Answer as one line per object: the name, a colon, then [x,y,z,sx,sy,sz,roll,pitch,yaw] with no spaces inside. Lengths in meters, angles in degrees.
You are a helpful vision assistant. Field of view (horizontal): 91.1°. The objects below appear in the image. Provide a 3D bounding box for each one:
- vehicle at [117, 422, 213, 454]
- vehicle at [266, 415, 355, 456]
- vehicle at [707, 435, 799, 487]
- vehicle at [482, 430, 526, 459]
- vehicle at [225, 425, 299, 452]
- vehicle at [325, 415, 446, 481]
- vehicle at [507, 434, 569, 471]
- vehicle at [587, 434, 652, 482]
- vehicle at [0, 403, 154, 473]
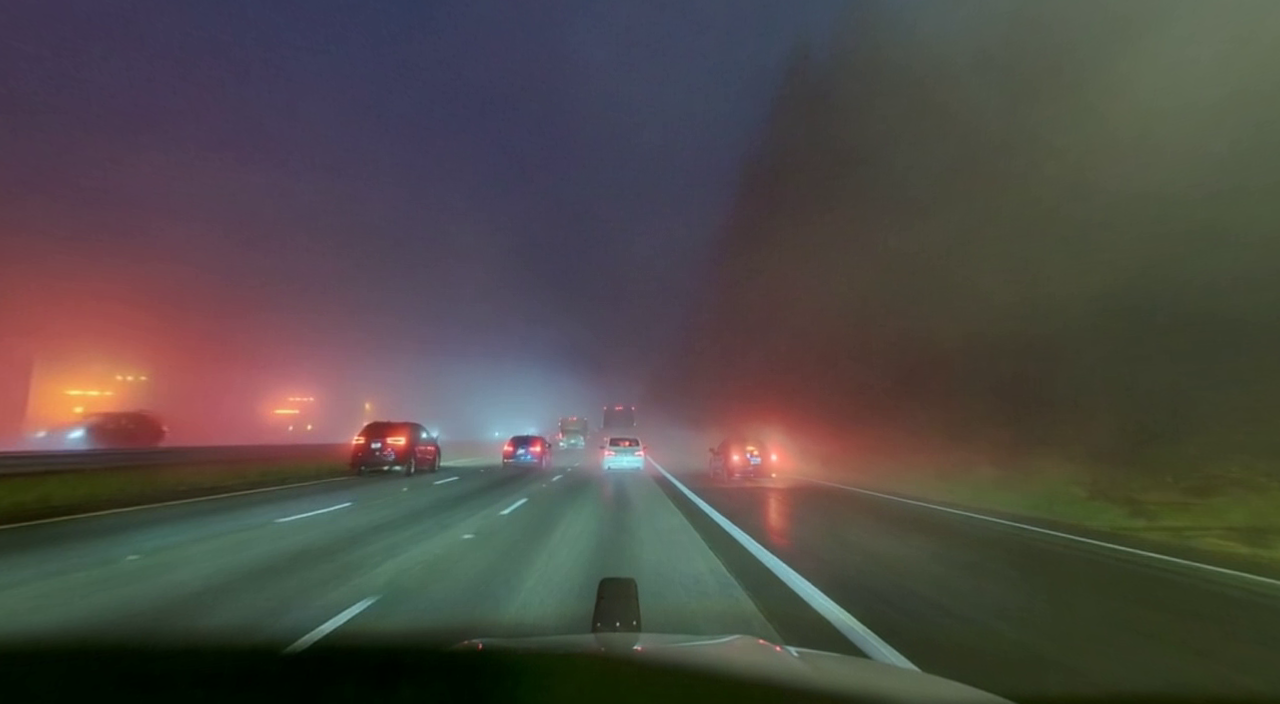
vehicle: [-23.395,4.262,31.179,1.773,1.462,3.985,0,-8,-2]
vehicle: [-15.454,3.956,29.778,1.919,1.761,4.413,0,-8,-2]
vehicle: [3.540,3.471,20.519,1.981,1.474,4.396,0,-8,-3]
vehicle: [-8.972,6.108,41.699,1.992,1.838,4.493,0,-8,-1]
vehicle: [-23.615,5.427,39.468,2.068,1.563,4.337,0,-8,-2]
vehicle: [-8.293,3.162,21.040,2.158,1.943,4.662,0,-8,-1]
vehicle: [-4.456,4.456,28.120,2.046,1.493,4.384,0,-8,0]
vehicle: [-0.673,3.523,21.267,1.980,1.478,3.758,0,-8,-1]
vehicle: [-14.837,2.157,15.733,1.885,1.496,4.446,0,-8,-2]
